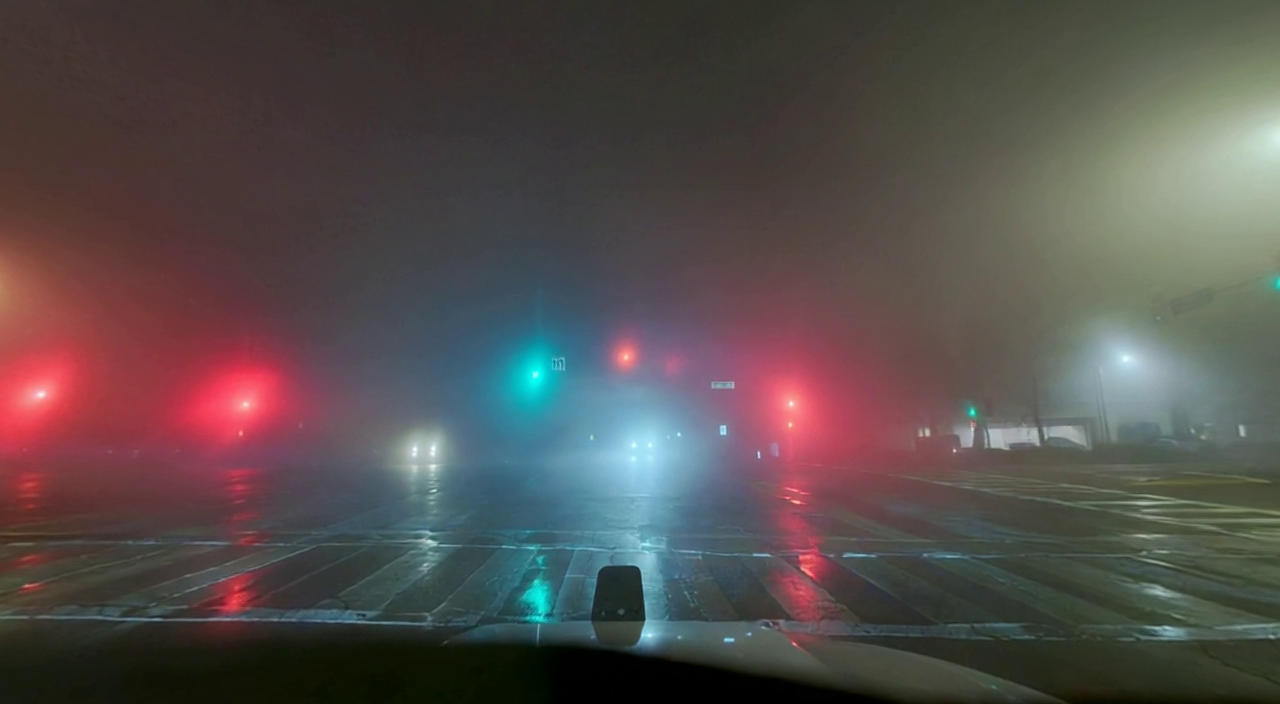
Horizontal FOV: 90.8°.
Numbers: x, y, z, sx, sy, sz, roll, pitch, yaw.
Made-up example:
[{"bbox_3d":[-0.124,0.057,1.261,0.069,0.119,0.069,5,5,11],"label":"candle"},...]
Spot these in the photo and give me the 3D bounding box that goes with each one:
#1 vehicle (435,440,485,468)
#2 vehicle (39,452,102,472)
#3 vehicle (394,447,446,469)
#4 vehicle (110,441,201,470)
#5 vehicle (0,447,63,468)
[{"bbox_3d":[-11.959,6.798,42.319,2.080,1.763,4.341,0,-8,0],"label":"vehicle"},{"bbox_3d":[-41.601,8.021,46.220,1.552,1.339,3.340,-2,-9,0],"label":"vehicle"},{"bbox_3d":[-15.520,7.450,44.808,2.056,1.450,4.343,0,-8,1],"label":"vehicle"},{"bbox_3d":[-34.905,7.423,45.729,2.204,1.955,5.518,0,-8,0],"label":"vehicle"},{"bbox_3d":[-45.255,7.769,46.587,1.858,1.467,3.624,0,-8,0],"label":"vehicle"}]
